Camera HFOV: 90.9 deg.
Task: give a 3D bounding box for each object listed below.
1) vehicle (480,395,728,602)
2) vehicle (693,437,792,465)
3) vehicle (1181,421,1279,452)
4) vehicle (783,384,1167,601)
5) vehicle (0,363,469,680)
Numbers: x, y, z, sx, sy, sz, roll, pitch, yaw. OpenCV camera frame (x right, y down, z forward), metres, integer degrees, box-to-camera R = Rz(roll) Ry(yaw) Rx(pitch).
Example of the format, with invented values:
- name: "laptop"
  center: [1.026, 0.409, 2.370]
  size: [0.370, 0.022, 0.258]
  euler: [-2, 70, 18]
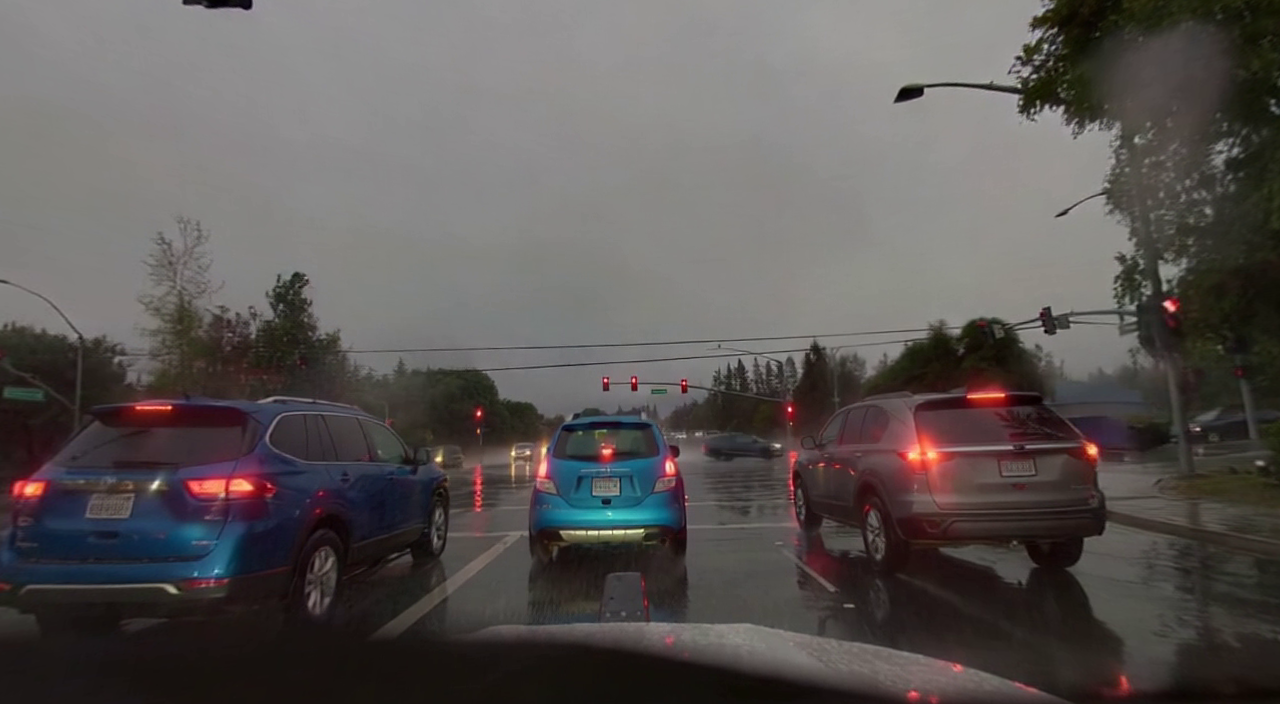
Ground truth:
- name: "vehicle"
  center: [-0.239, 1.513, 7.320]
  size: [2.067, 1.702, 3.987]
  euler: [0, -8, 2]
- name: "vehicle"
  center: [5.652, 5.475, 34.853]
  size: [5.018, 1.435, 1.920]
  euler: [-5, -10, 31]
- name: "vehicle"
  center: [32.783, 4.656, 34.767]
  size: [4.175, 1.634, 1.877]
  euler: [1, -8, -4]
- name: "vehicle"
  center: [3.274, 1.485, 7.517]
  size: [2.083, 1.779, 4.532]
  euler: [0, -8, 0]
- name: "vehicle"
  center: [-3.271, 1.286, 5.891]
  size: [2.047, 1.810, 4.414]
  euler: [0, -8, 1]
